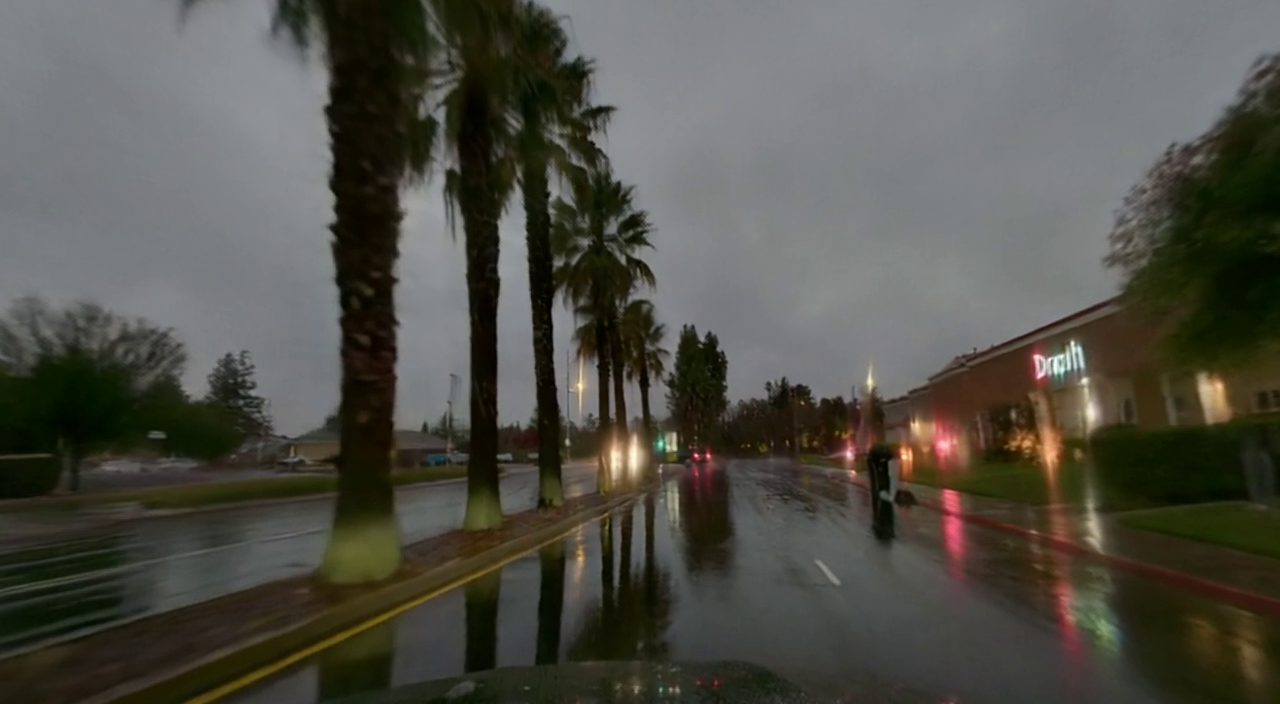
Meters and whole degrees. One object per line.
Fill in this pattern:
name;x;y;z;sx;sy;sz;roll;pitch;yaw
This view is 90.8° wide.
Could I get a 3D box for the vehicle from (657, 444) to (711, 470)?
vehicle;3.275;7.959;47.949;2.174;1.863;4.651;3;-9;-23
